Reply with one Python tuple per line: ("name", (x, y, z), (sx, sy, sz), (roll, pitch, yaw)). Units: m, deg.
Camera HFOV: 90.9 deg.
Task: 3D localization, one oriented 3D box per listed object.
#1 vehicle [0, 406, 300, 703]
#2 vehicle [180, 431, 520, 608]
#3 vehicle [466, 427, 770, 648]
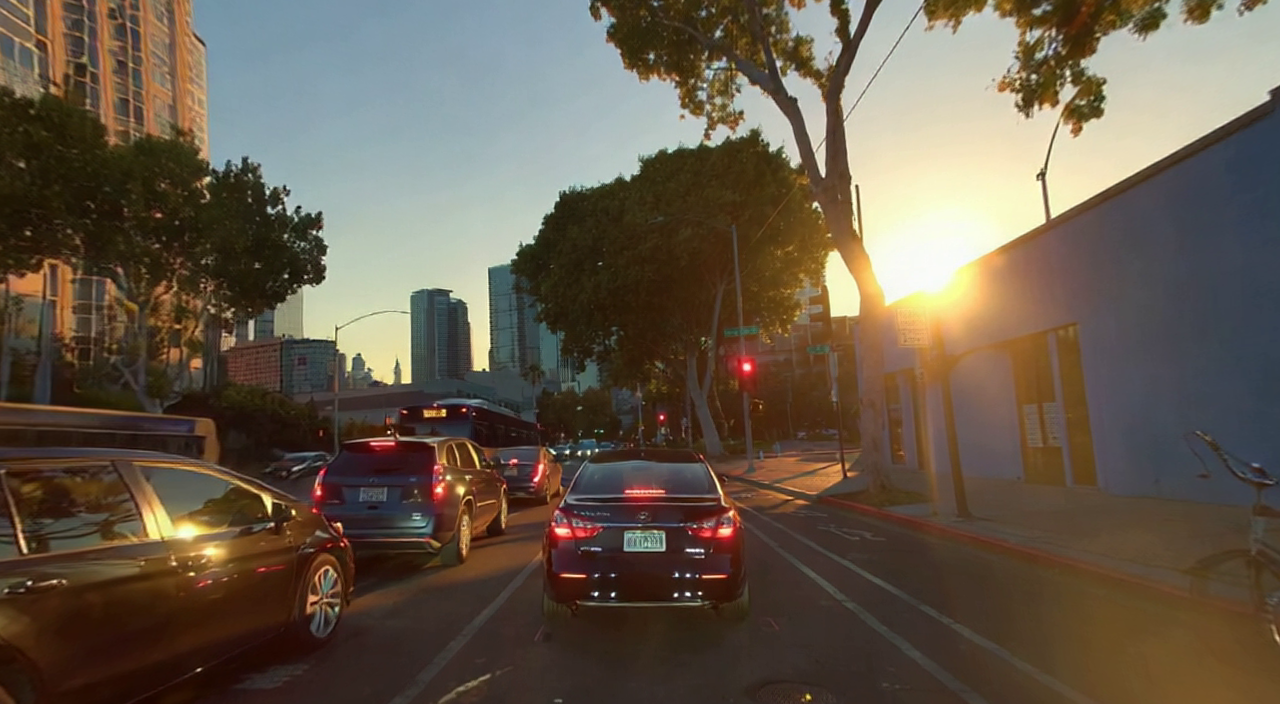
("vehicle", (-3.167, 0.869, 1.726), (1.867, 1.486, 4.452), (0, -8, 2))
("vehicle", (-2.905, 1.754, 7.633), (1.944, 1.481, 4.385), (0, -8, 1))
("vehicle", (-0.134, 1.525, 6.170), (2.031, 1.461, 3.763), (0, -8, 0))
